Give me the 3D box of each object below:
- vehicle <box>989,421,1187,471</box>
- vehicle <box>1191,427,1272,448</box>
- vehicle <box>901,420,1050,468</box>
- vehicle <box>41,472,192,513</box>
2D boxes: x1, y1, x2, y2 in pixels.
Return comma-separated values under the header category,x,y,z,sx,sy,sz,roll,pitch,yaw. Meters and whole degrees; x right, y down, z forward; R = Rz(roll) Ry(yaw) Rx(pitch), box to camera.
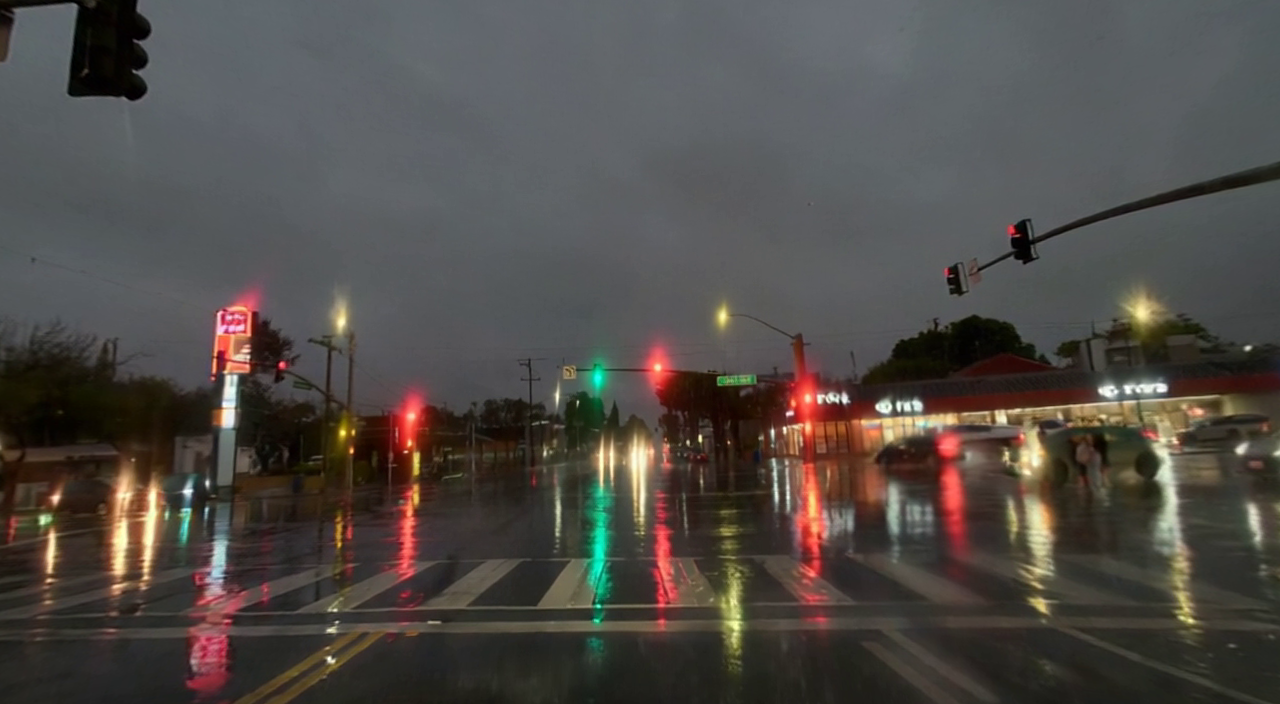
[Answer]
category,x,y,z,sx,sy,sz,roll,pitch,yaw
vehicle,14.356,3.086,20.633,4.835,1.487,1.913,-3,-9,20
vehicle,42.045,6.065,44.900,4.347,1.446,1.777,1,-9,-9
vehicle,13.020,3.644,24.943,4.916,1.730,1.986,-4,-9,21
vehicle,-21.164,5.672,25.644,4.676,1.463,1.909,-1,-8,6
